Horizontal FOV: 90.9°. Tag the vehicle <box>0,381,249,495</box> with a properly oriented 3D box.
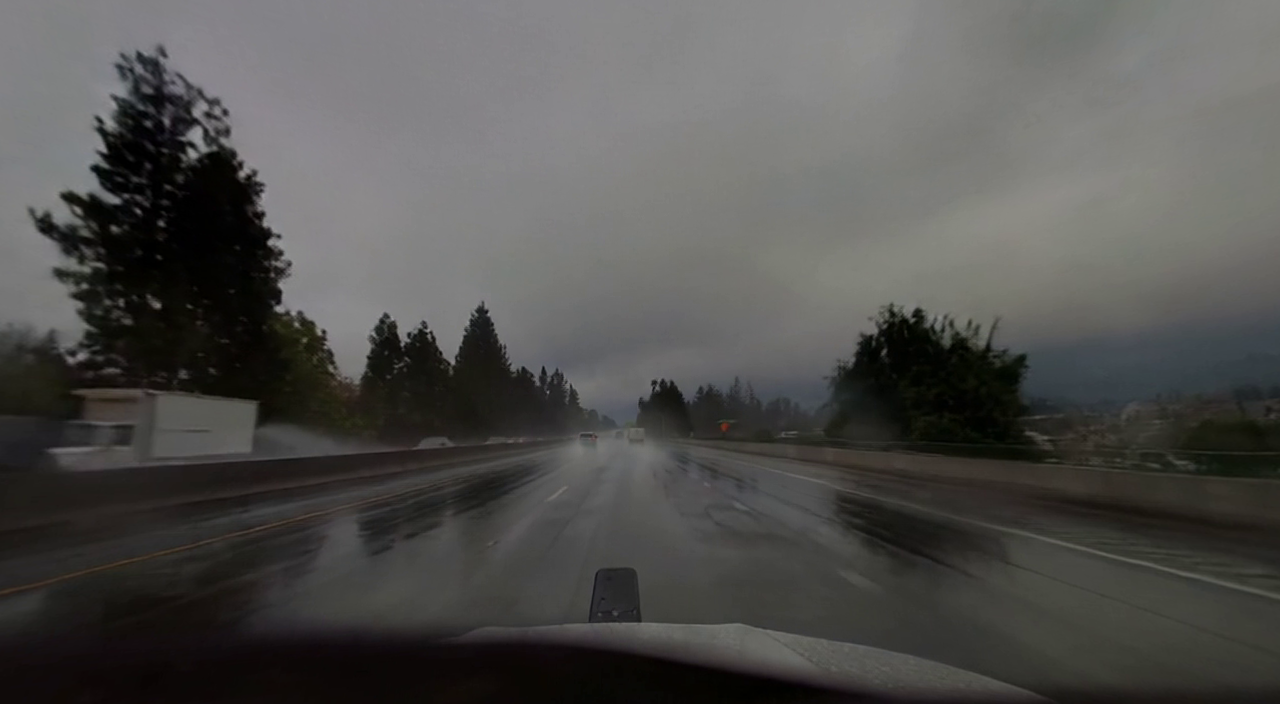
[{"bbox_3d":[-16.383,2.786,20.556,2.502,3.011,7.439,0,-8,-1],"label":"vehicle"}]

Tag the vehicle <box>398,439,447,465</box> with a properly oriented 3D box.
[{"bbox_3d":[-12.467,5.732,36.318,1.670,1.408,3.525,0,-8,-1],"label":"vehicle"}]
